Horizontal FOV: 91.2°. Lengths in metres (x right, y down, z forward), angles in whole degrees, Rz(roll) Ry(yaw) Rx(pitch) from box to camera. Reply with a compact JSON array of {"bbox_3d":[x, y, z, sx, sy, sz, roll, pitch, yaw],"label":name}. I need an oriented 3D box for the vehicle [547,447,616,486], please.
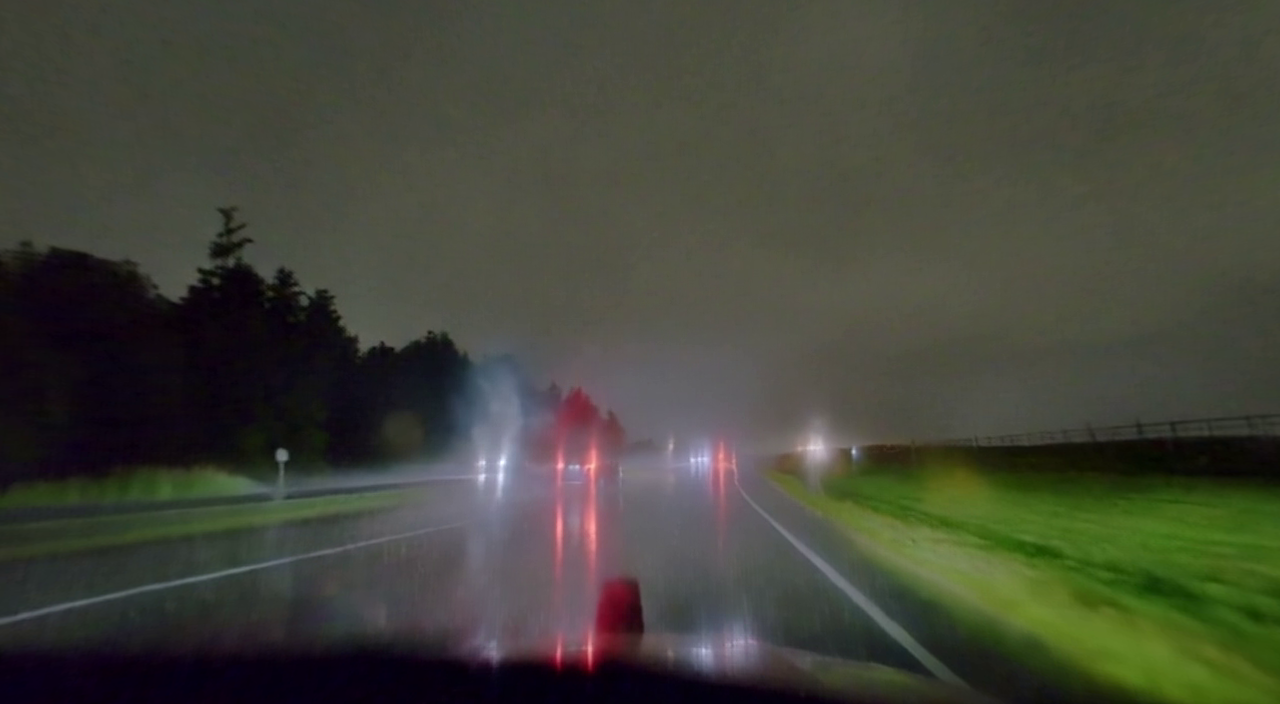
[{"bbox_3d":[-2.592,5.222,28.851,2.106,1.679,3.908,-2,-9,12],"label":"vehicle"}]
